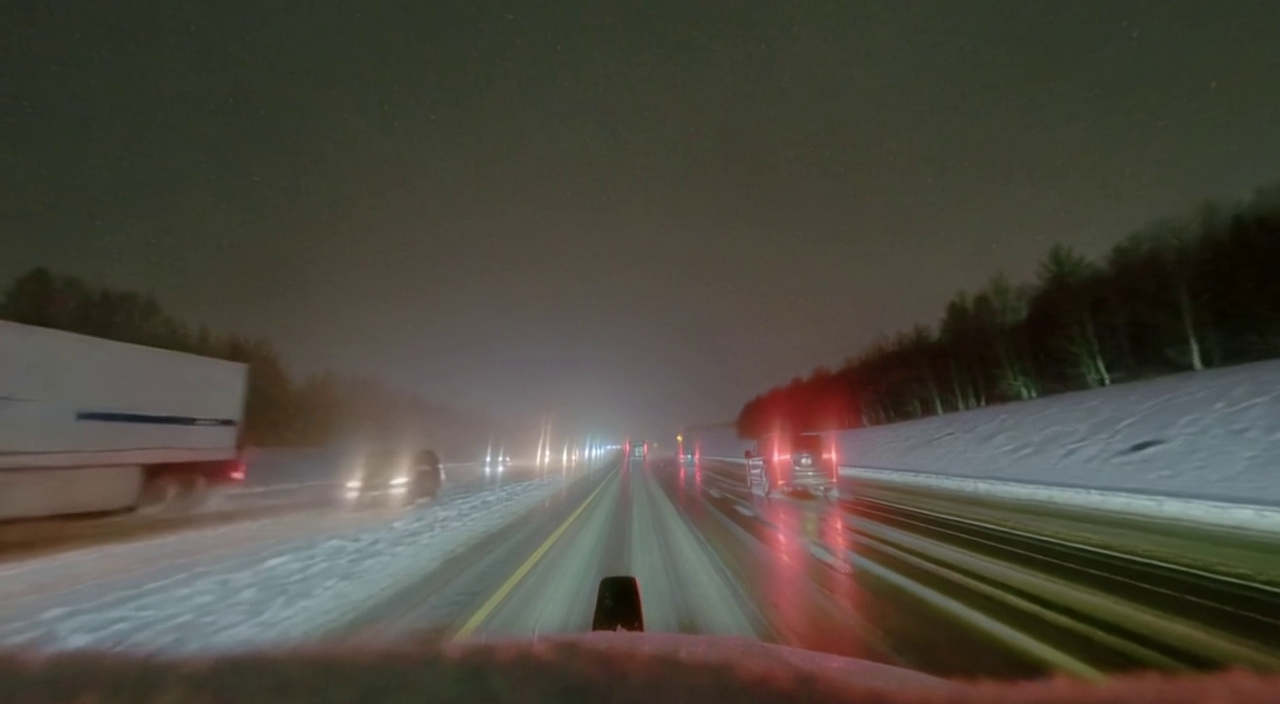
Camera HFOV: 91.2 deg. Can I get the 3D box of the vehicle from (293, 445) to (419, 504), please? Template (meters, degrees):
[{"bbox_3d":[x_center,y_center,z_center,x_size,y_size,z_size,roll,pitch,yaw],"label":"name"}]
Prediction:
[{"bbox_3d":[-9.088,3.931,20.545,2.088,1.678,4.314,0,-9,0],"label":"vehicle"}]

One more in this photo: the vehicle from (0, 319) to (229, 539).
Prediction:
[{"bbox_3d":[-13.619,1.408,11.476,2.965,4.111,13.756,0,-9,-1],"label":"vehicle"}]

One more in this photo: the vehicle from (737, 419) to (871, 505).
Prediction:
[{"bbox_3d":[4.119,2.901,16.856,2.177,1.914,5.245,0,-9,0],"label":"vehicle"}]
